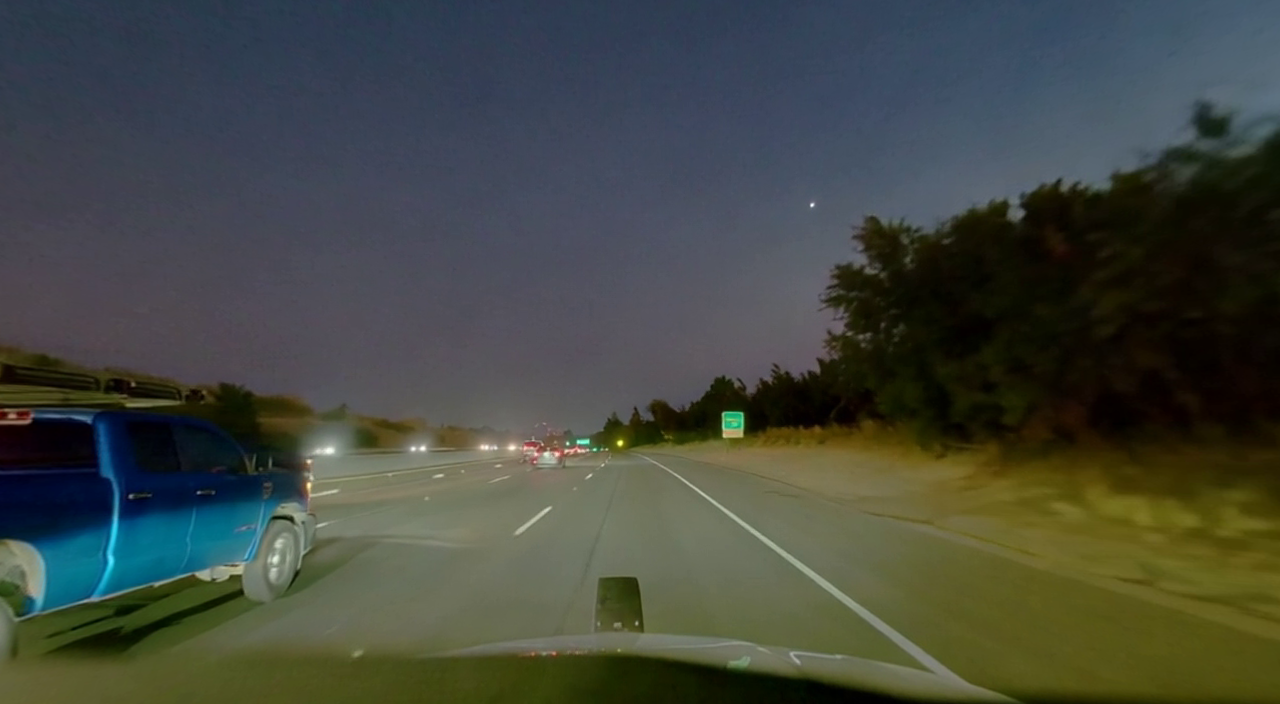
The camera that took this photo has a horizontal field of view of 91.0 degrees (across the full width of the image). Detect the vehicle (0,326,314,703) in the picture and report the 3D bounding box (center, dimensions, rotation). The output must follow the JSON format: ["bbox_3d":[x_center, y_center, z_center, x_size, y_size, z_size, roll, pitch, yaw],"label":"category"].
[{"bbox_3d":[-3.796,0.785,2.531,2.200,1.807,5.041,0,-9,1],"label":"vehicle"}]

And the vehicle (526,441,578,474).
[{"bbox_3d":[-4.354,5.278,31.682,2.012,1.509,4.359,0,-9,0],"label":"vehicle"}]
